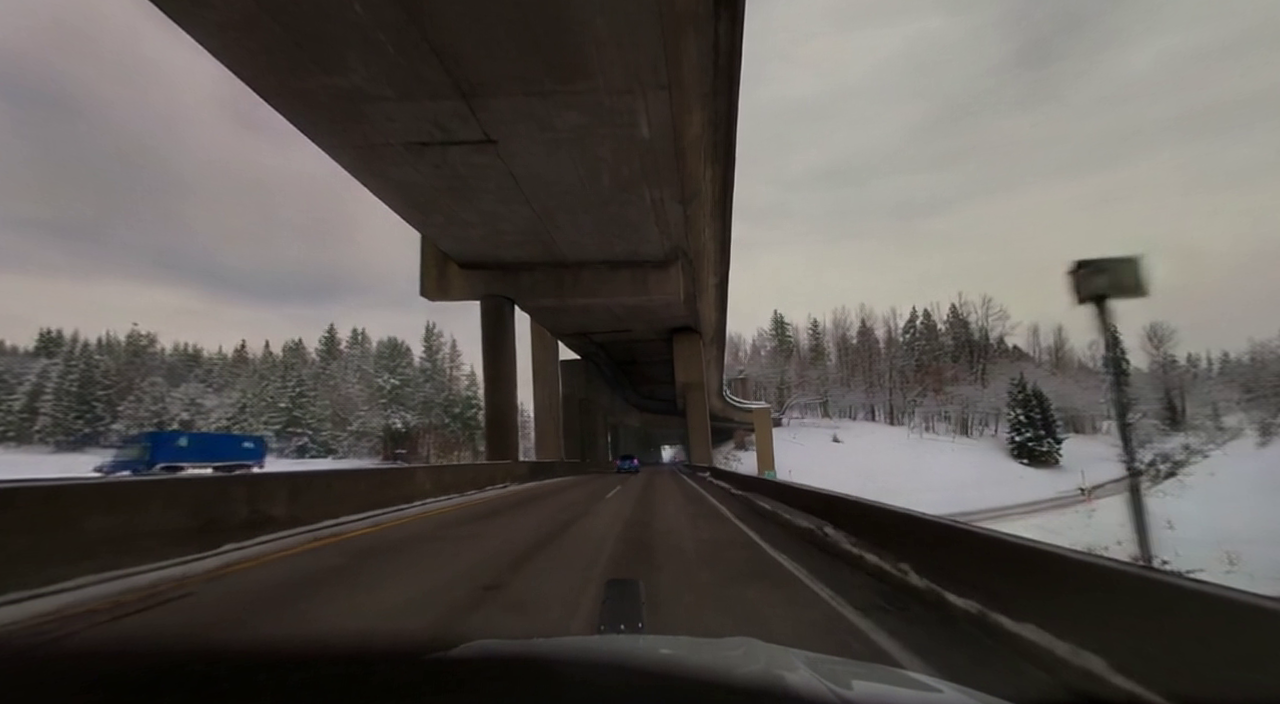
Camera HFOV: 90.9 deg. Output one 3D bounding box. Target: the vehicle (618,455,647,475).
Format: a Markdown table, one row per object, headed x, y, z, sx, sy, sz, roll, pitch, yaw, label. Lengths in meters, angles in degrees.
| x | y | z | sx | sy | sz | roll | pitch | yaw | label |
| --- | --- | --- | --- | --- | --- | --- | --- | --- | --- |
| -0.547 | 8.756 | 48.923 | 1.940 | 1.444 | 4.024 | -1 | -9 | 3 | vehicle |
